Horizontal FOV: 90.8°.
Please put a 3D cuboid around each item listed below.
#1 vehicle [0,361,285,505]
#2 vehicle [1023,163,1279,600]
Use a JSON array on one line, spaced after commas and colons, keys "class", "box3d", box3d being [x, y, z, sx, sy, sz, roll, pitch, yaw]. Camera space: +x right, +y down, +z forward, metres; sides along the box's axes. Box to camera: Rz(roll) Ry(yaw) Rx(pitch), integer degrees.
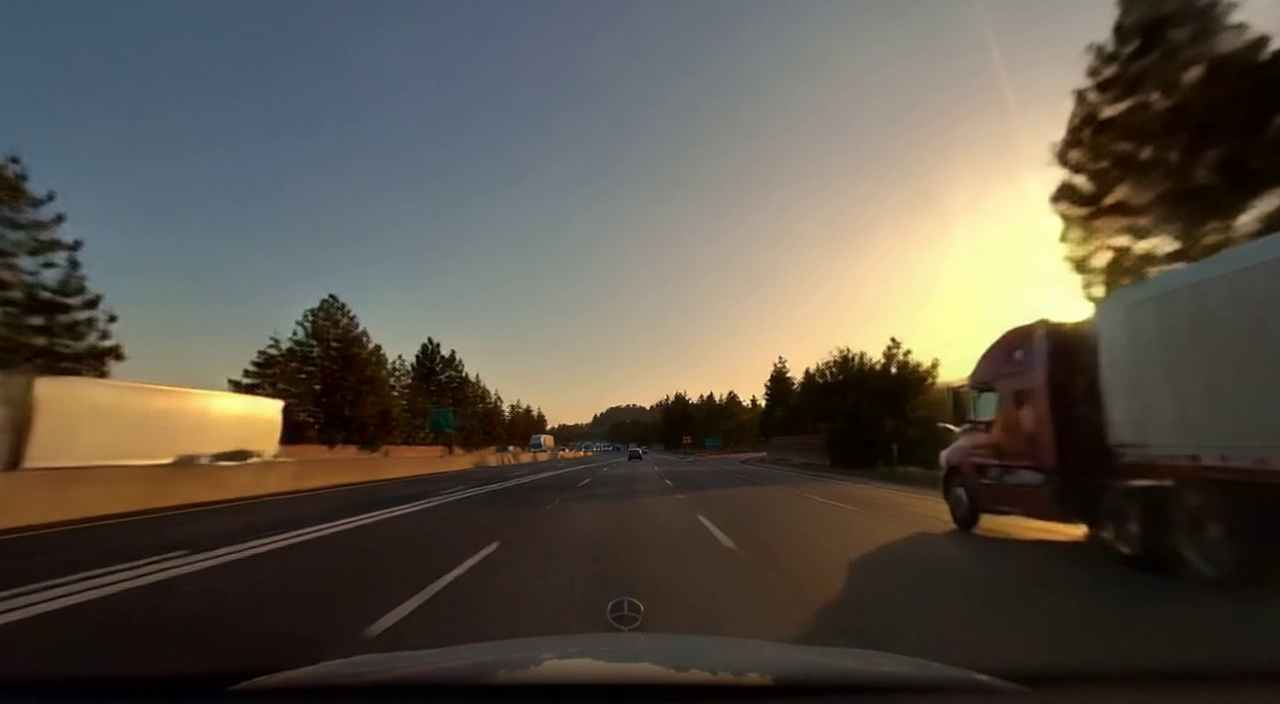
[{"class": "vehicle", "box3d": [-19.058, 3.047, 22.714, 2.923, 3.914, 16.640, 0, -9, 0]}, {"class": "vehicle", "box3d": [6.888, -0.028, 3.513, 2.821, 3.681, 10.415, 0, -9, -1]}]
